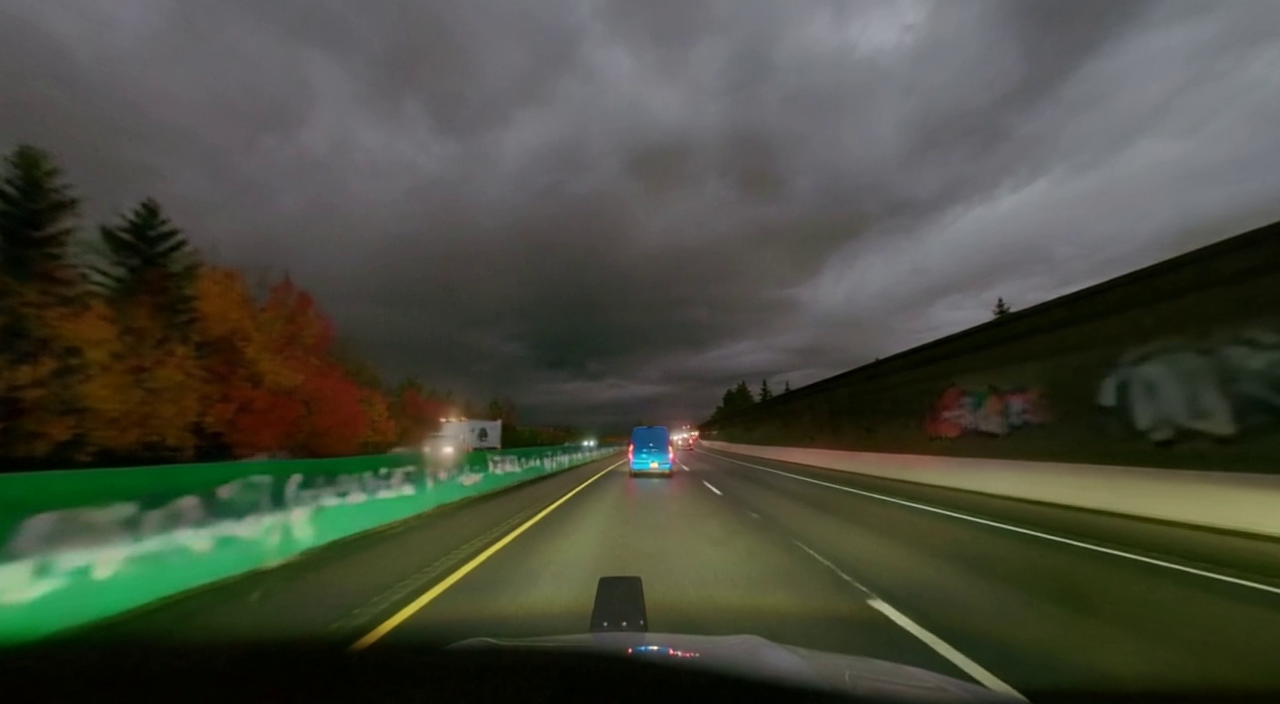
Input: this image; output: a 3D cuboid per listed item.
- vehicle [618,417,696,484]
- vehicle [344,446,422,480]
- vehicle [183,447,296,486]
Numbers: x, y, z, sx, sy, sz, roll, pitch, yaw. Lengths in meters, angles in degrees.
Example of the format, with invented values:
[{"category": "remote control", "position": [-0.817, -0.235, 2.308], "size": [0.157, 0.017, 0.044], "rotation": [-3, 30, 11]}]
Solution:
[{"category": "vehicle", "position": [0.517, 3.221, 20.709], "size": [2.283, 1.956, 4.421], "rotation": [0, -8, 0]}, {"category": "vehicle", "position": [-12.274, 5.283, 30.334], "size": [1.855, 1.477, 4.307], "rotation": [0, -8, 1]}, {"category": "vehicle", "position": [-16.514, 4.701, 26.200], "size": [1.969, 1.485, 4.072], "rotation": [0, -8, 1]}]
